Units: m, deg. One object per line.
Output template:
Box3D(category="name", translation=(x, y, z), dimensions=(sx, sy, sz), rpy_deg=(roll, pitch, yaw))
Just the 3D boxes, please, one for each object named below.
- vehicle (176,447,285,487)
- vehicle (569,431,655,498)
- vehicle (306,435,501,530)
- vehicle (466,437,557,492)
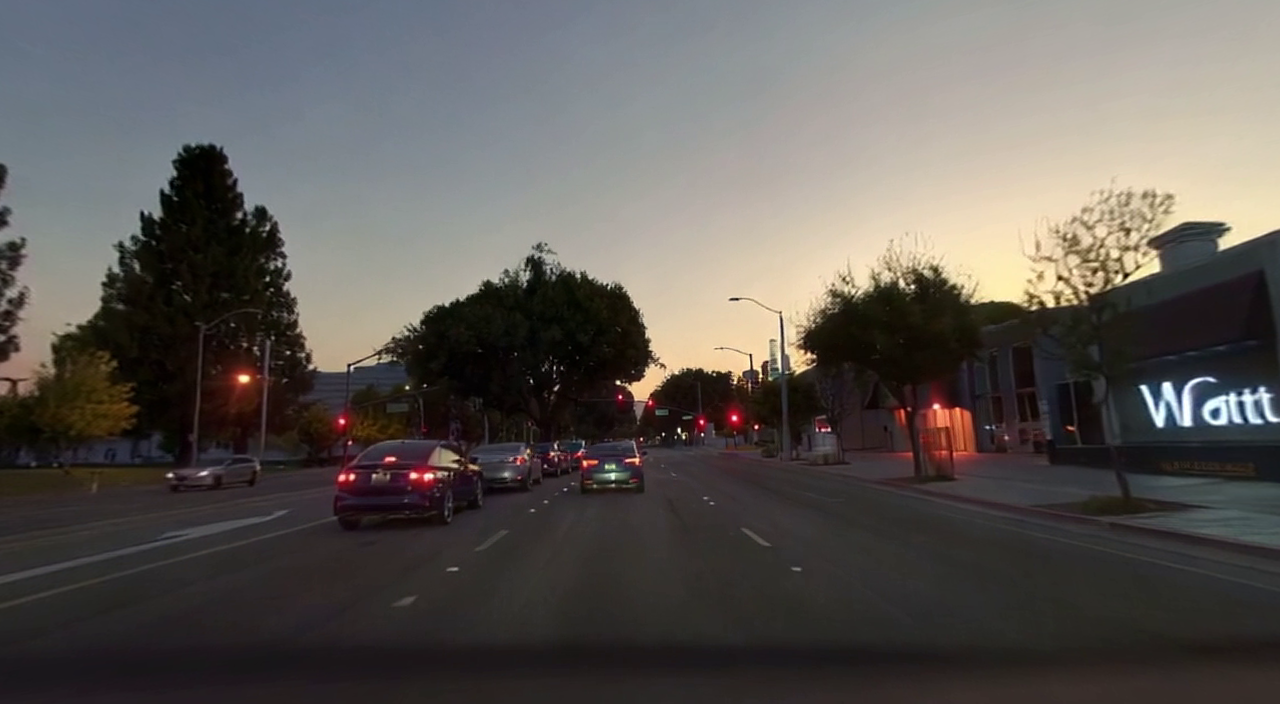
Box3D(category="vehicle", translation=(-19.358, 5.425, 30.204), dimensions=(2.054, 1.724, 4.829), rpy_deg=(0, -9, -2))
Box3D(category="vehicle", translation=(-0.688, 2.974, 17.039), dimensions=(2.042, 1.555, 3.912), rpy_deg=(0, -9, 0))
Box3D(category="vehicle", translation=(-4.179, 2.369, 12.139), dimensions=(2.020, 1.457, 4.496), rpy_deg=(0, -9, 0))
Box3D(category="vehicle", translation=(-3.785, 3.385, 19.409), dimensions=(1.950, 1.487, 4.130), rpy_deg=(0, -9, 0))
